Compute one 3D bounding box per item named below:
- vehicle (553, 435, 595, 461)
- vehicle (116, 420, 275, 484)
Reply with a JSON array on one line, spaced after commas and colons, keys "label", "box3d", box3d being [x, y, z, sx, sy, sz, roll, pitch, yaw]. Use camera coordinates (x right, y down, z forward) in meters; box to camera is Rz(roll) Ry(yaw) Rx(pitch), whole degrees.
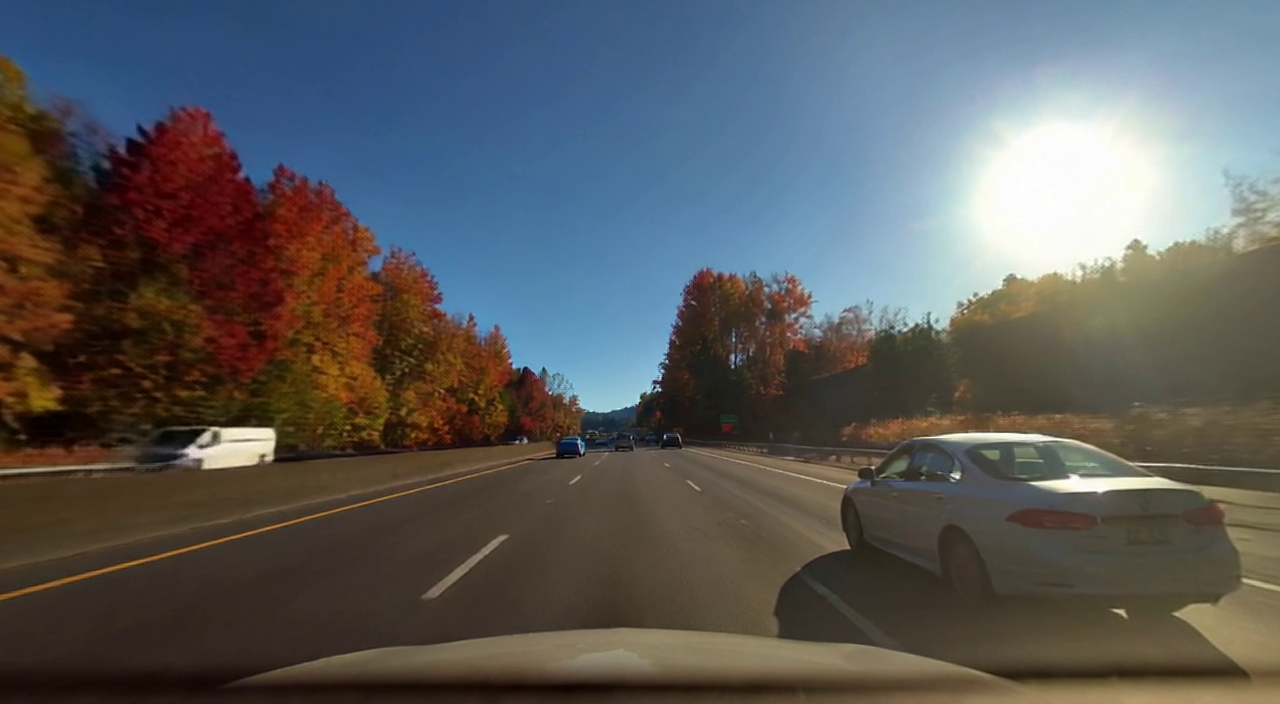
[{"label": "vehicle", "box3d": [-4.038, 5.929, 39.092, 2.103, 1.507, 4.367, 0, -8, 0]}, {"label": "vehicle", "box3d": [-19.973, 4.524, 28.853, 2.331, 2.541, 6.872, 0, -8, -1]}]
